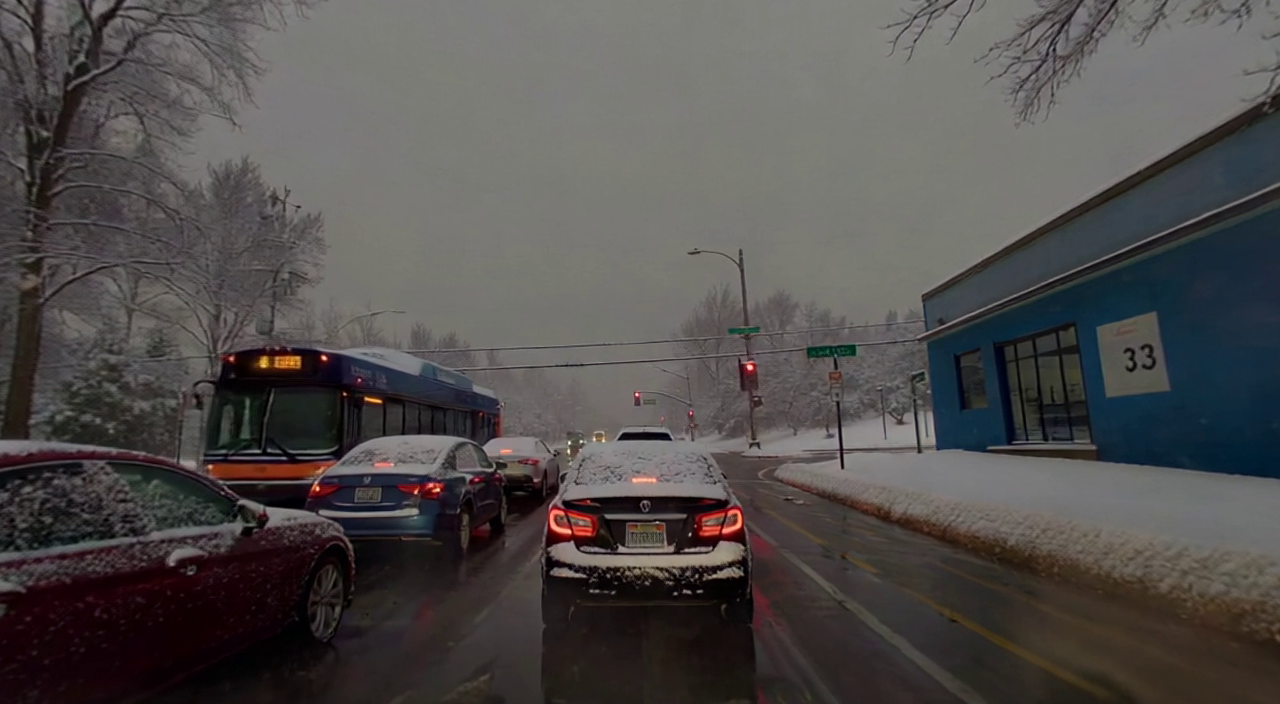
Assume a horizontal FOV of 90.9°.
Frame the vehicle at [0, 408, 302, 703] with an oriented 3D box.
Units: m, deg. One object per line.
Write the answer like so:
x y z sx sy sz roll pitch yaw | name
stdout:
-3.167 0.881 1.742 1.867 1.486 4.452 0 -8 2 | vehicle

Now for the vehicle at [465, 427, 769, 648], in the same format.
-0.141 1.525 6.180 2.031 1.461 3.763 0 -8 0 | vehicle

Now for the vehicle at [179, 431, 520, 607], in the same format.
-2.914 1.754 7.643 1.944 1.481 4.385 0 -8 1 | vehicle
